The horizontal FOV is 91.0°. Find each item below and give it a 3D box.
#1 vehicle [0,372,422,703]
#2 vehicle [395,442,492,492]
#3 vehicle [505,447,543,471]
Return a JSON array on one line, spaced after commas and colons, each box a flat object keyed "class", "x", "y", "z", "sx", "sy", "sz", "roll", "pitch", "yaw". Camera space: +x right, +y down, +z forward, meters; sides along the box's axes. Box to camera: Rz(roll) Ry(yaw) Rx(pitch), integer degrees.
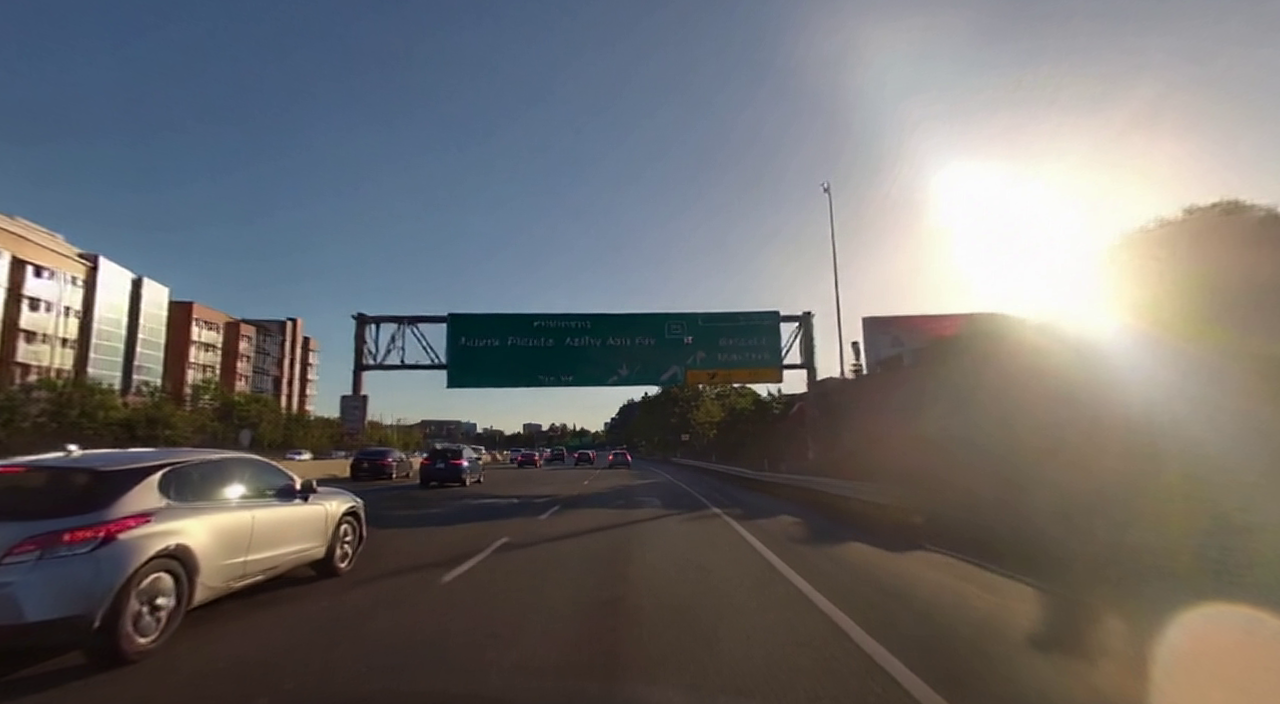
[{"class": "vehicle", "x": -3.572, "y": 1.287, "z": 4.891, "sx": 2.036, "sy": 1.717, "sz": 4.592, "roll": 0, "pitch": -9, "yaw": 1}, {"class": "vehicle", "x": -7.097, "y": 4.202, "z": 23.356, "sx": 2.075, "sy": 1.642, "sz": 4.638, "roll": 0, "pitch": -9, "yaw": 0}, {"class": "vehicle", "x": -8.549, "y": 7.885, "z": 46.645, "sx": 2.065, "sy": 1.689, "sz": 4.399, "roll": 0, "pitch": -9, "yaw": -2}]
